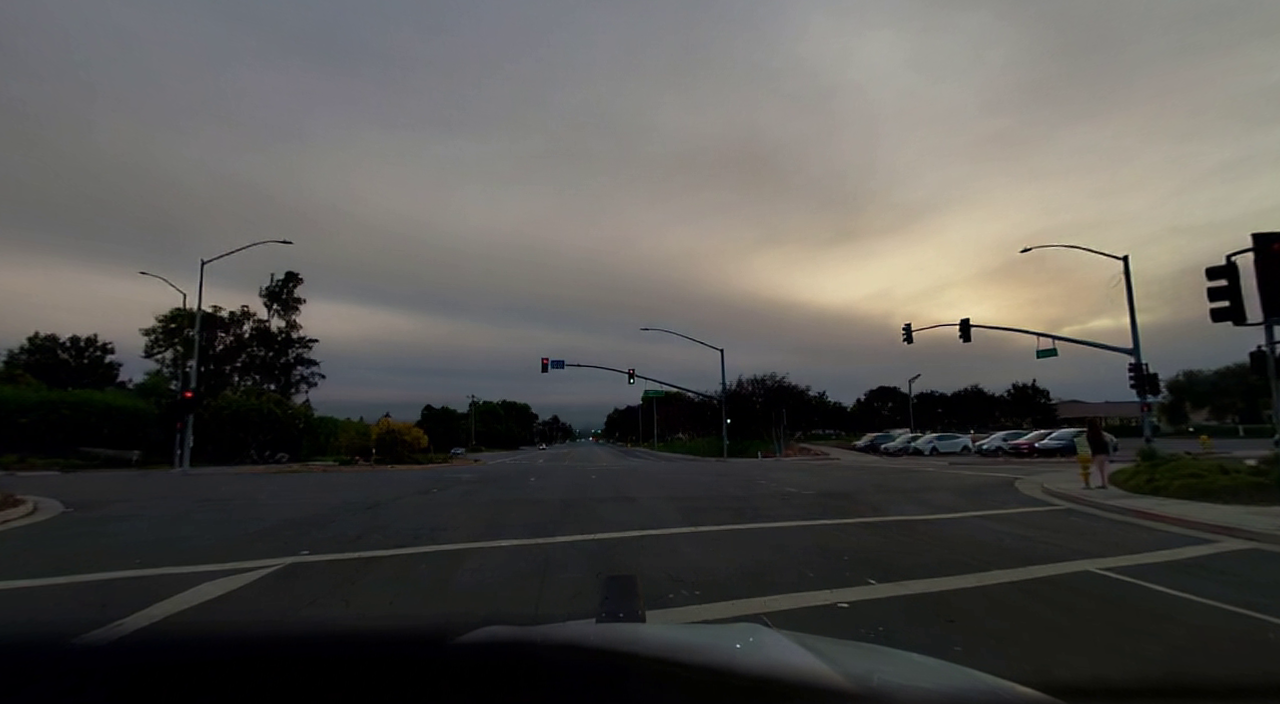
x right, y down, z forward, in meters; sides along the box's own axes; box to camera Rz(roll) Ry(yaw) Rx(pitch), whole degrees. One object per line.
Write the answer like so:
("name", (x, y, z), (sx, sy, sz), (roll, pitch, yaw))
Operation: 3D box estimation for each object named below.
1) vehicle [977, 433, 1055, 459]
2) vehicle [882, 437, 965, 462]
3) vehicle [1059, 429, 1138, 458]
("vehicle", (26.949, 6.734, 45.268), (5.032, 1.828, 2.183), (4, -9, -24))
("vehicle", (18.691, 6.431, 41.619), (5.234, 1.549, 1.982), (4, -9, -24))
("vehicle", (36.115, 7.205, 49.712), (6.148, 2.119, 2.473), (4, -10, -28))
